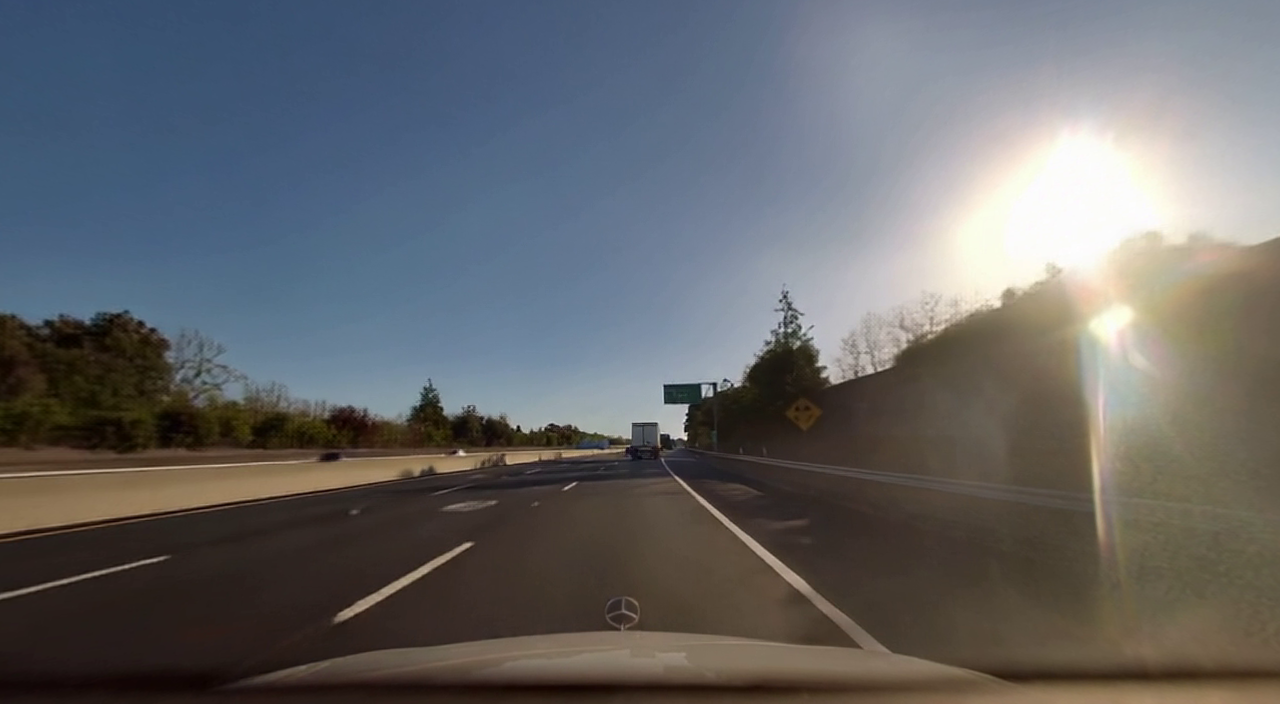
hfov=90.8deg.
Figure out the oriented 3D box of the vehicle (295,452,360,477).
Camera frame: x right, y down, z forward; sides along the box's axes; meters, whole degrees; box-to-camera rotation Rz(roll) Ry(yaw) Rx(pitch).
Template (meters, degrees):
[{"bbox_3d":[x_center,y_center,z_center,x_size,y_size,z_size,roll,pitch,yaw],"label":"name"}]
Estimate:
[{"bbox_3d":[-20.034,7.189,40.670,1.840,1.486,4.313,-1,-9,1],"label":"vehicle"}]
